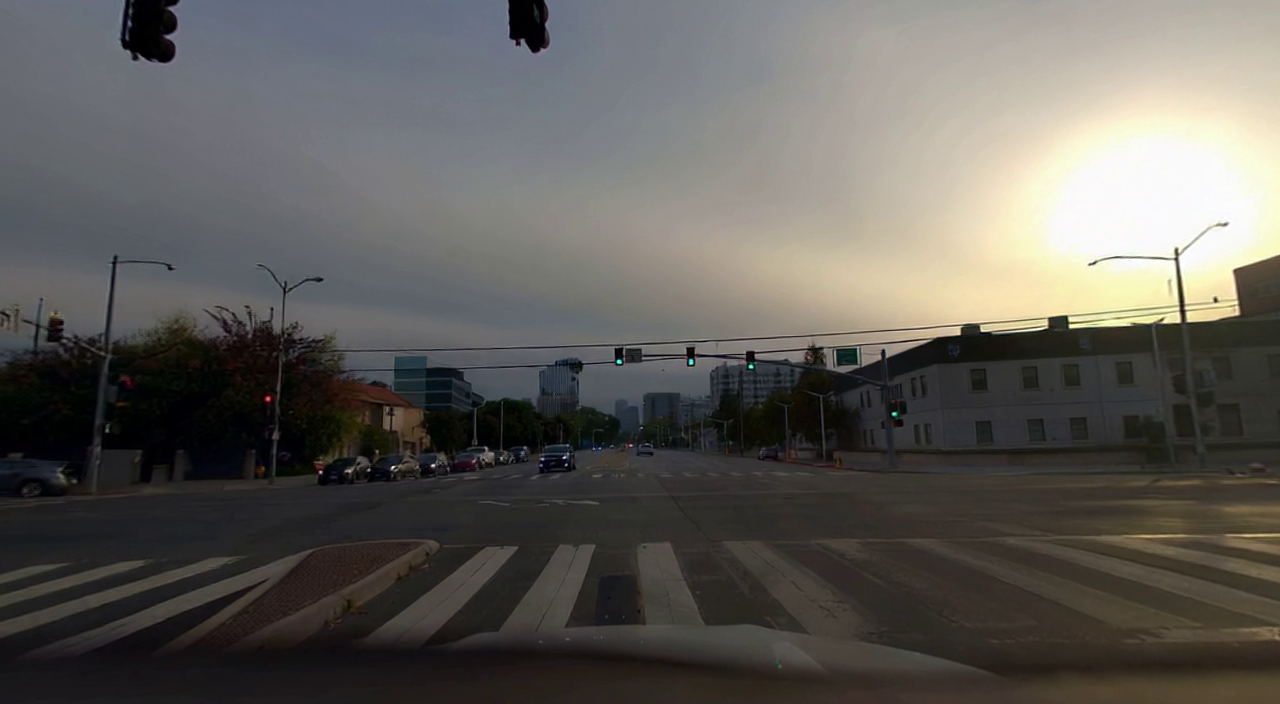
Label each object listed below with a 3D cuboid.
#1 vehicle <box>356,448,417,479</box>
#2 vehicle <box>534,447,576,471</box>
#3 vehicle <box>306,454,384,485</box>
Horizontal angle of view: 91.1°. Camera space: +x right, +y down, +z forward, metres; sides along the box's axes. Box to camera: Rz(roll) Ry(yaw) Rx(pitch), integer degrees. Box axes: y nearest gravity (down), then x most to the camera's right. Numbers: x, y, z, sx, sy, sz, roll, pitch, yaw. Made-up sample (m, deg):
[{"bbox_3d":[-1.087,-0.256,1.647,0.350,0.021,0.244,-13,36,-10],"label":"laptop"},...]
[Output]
[{"bbox_3d":[-16.191,7.111,40.427,1.960,1.819,5.018,0,-9,-1],"label":"vehicle"},{"bbox_3d":[-5.571,7.124,41.899,2.154,1.501,4.416,0,-9,0],"label":"vehicle"},{"bbox_3d":[-16.091,6.381,34.497,2.055,1.506,4.663,0,-9,-1],"label":"vehicle"}]
